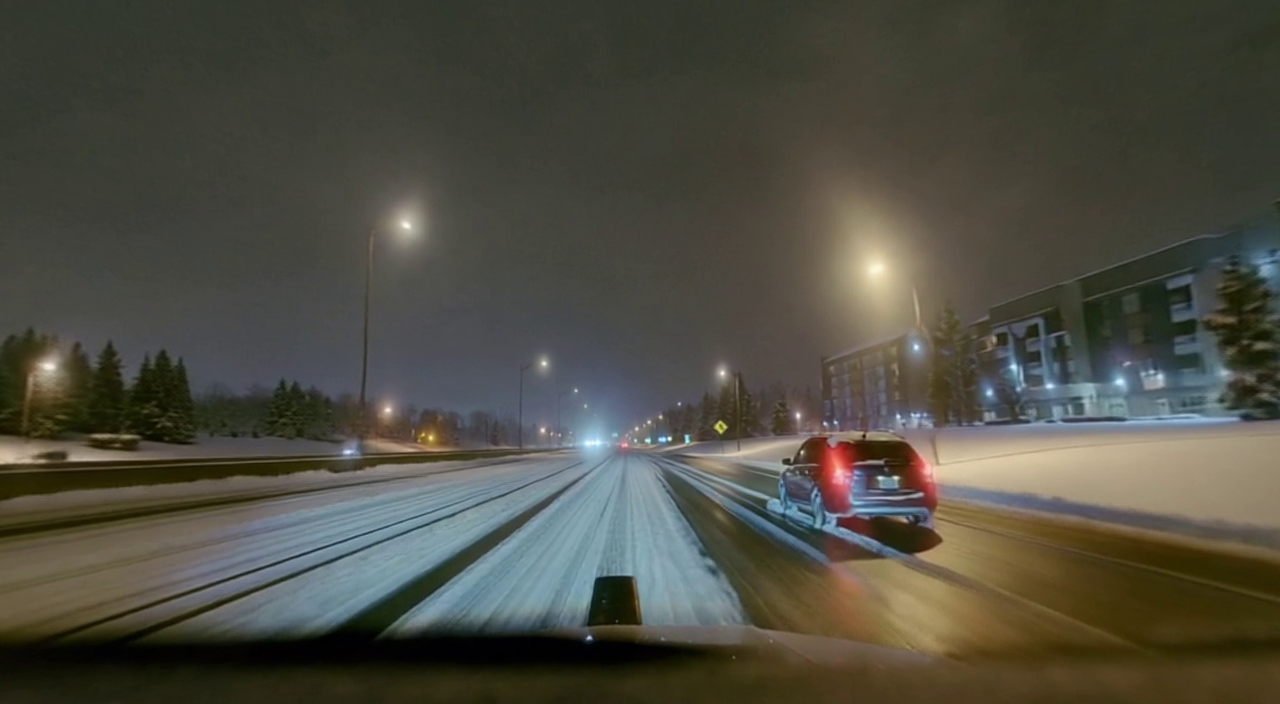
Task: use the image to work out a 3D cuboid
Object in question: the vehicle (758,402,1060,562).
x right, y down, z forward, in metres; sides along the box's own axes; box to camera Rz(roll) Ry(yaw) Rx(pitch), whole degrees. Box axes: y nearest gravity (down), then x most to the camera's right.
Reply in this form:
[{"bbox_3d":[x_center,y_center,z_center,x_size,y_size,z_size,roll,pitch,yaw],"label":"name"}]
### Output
[{"bbox_3d":[3.452,1.816,9.573,2.212,1.753,5.064,0,-9,-2],"label":"vehicle"}]
